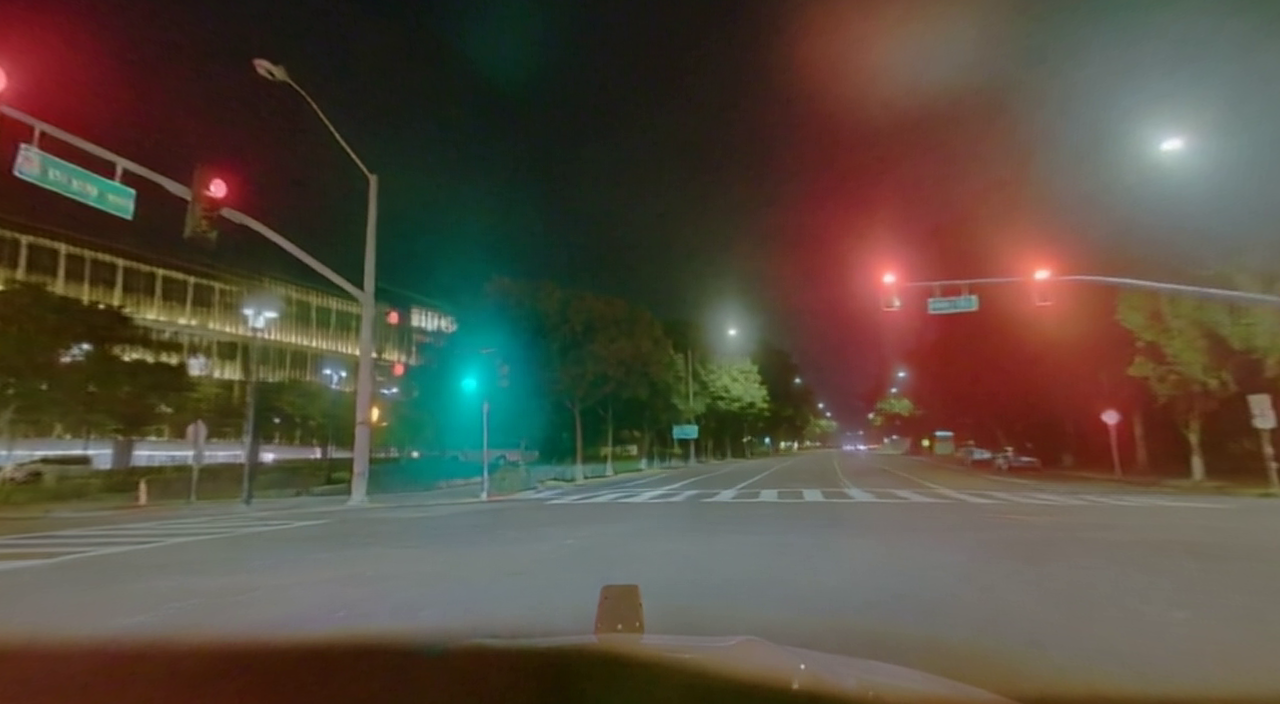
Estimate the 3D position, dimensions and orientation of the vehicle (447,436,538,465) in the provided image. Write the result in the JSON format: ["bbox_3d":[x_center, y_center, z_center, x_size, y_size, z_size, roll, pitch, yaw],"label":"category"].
[{"bbox_3d":[-8.572,5.711,36.776,4.765,1.593,1.891,-2,-9,13],"label":"vehicle"}]

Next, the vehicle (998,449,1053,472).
[{"bbox_3d":[25.788,7.240,42.443,1.893,1.454,4.483,-2,-9,15],"label":"vehicle"}]
